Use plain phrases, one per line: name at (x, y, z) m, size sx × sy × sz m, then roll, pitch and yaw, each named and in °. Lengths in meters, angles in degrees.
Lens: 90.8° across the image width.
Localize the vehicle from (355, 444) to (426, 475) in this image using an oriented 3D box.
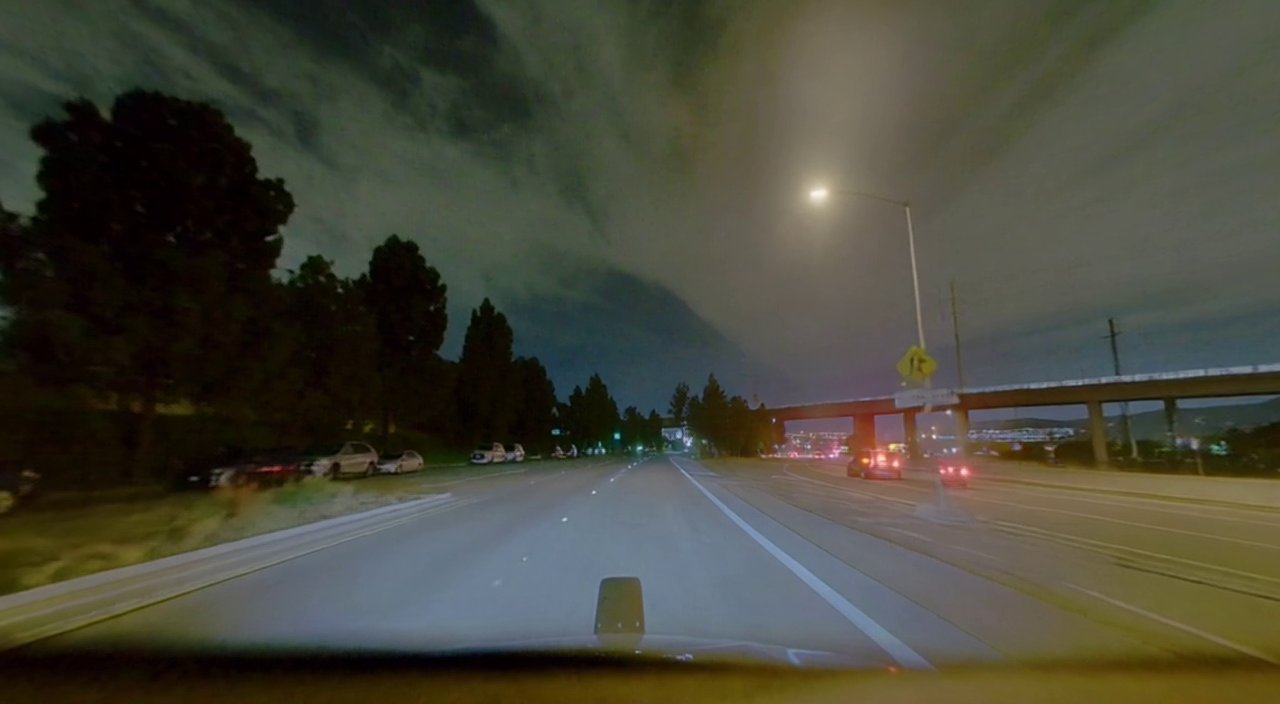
vehicle at (-13.134, 5.736, 33.603) m, size 1.847 × 1.498 × 4.368 m, roll 1°, pitch -10°, yaw 2°

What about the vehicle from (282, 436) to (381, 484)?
vehicle at (-13.287, 4.644, 27.529) m, size 1.886 × 1.801 × 4.337 m, roll 2°, pitch -8°, yaw 3°

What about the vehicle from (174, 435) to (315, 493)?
vehicle at (-13.209, 3.755, 21.488) m, size 1.903 × 1.703 × 4.346 m, roll 2°, pitch -9°, yaw 1°
